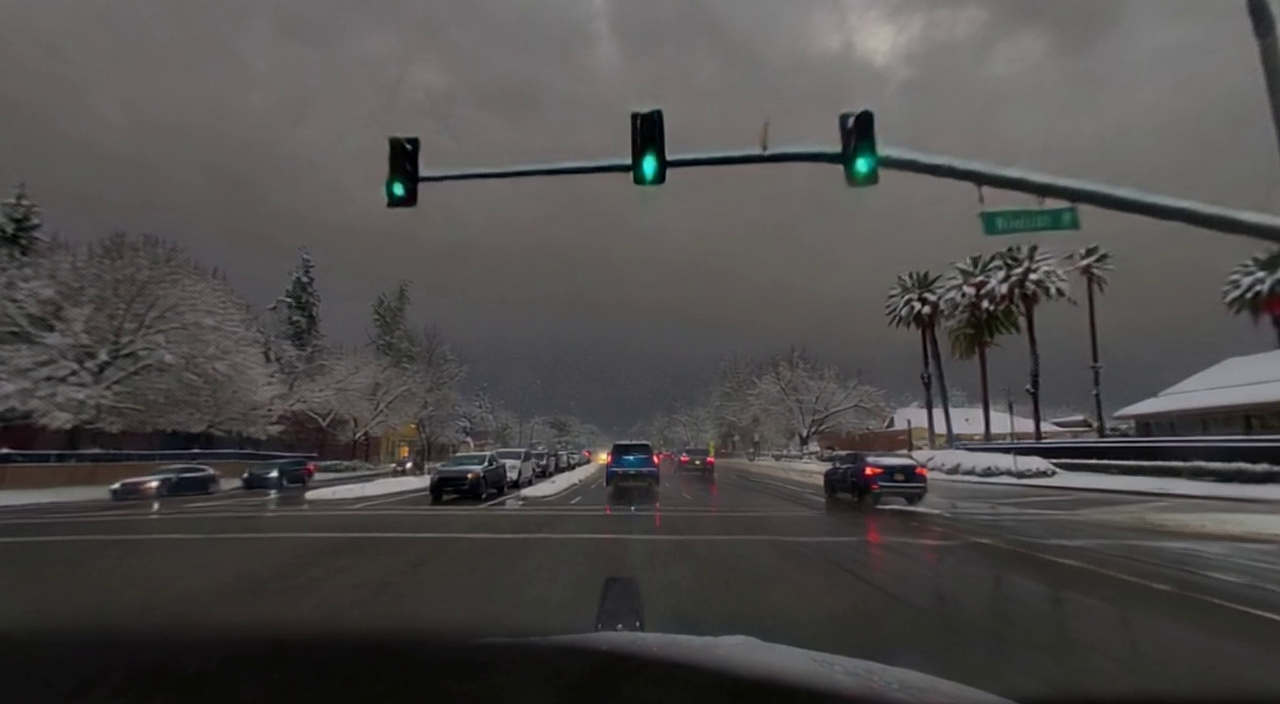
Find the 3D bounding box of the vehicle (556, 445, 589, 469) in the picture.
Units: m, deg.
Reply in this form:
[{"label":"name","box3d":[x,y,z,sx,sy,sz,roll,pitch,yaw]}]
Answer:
[{"label":"vehicle","box3d":[-5.164,8.098,49.060,2.160,1.769,4.494,0,-8,-1]}]

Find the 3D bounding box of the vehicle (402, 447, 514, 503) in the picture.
[{"label":"vehicle","box3d":[-5.254,3.584,18.882,2.030,1.441,4.324,0,-8,0]}]

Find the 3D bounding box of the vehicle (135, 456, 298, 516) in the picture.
[{"label":"vehicle","box3d":[-11.957,3.774,18.259,1.850,1.414,4.184,0,-8,-1]}]

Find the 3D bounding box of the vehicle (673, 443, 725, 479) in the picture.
[{"label":"vehicle","box3d":[2.900,5.497,32.227,2.112,1.710,4.234,0,-8,-2]}]

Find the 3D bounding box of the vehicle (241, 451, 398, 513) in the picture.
[{"label":"vehicle","box3d":[-8.625,3.498,17.525,2.061,1.415,4.289,0,-8,1]}]

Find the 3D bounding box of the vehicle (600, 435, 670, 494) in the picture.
[{"label":"vehicle","box3d":[-0.190,3.752,21.514,2.151,1.787,4.109,0,-8,-1]}]

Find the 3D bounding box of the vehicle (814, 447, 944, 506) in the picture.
[{"label":"vehicle","box3d":[6.653,3.474,18.181,1.944,1.447,4.309,0,-8,-2]}]

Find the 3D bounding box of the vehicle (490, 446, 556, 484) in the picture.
[{"label":"vehicle","box3d":[-5.131,5.002,28.322,2.036,1.541,4.107,-1,-8,2]}]
